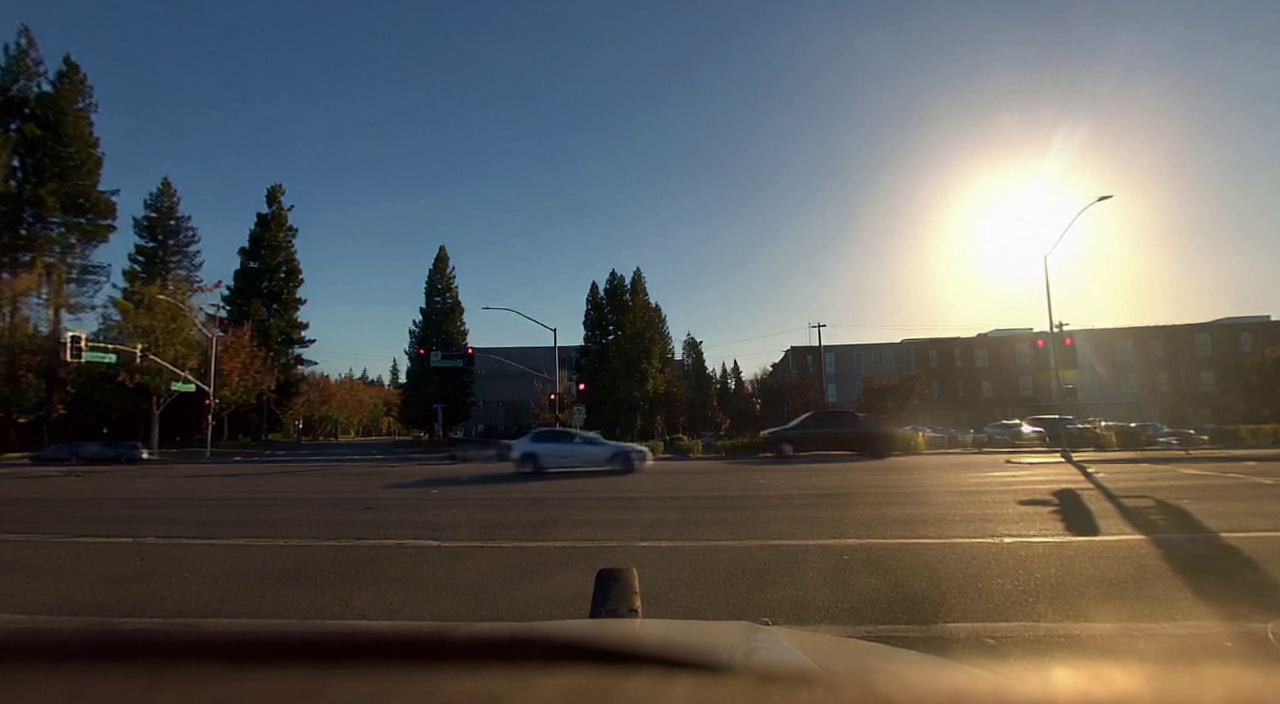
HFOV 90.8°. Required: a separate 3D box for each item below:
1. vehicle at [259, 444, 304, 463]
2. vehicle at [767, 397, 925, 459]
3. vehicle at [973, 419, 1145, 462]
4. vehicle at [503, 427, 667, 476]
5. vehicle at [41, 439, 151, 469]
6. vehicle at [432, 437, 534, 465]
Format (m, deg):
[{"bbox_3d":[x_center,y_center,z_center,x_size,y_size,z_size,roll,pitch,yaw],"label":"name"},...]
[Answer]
[{"bbox_3d":[-28.055,7.917,49.536,2.235,1.417,4.272,3,-9,-19],"label":"vehicle"},{"bbox_3d":[11.014,4.203,34.580,7.790,3.197,2.653,-2,-9,10],"label":"vehicle"},{"bbox_3d":[15.024,3.217,22.943,4.749,1.461,1.892,-1,-9,9],"label":"vehicle"},{"bbox_3d":[-1.692,3.186,20.257,4.836,1.445,2.057,-2,-9,10],"label":"vehicle"},{"bbox_3d":[-30.158,5.645,35.081,4.677,1.593,2.029,-2,-9,10],"label":"vehicle"},{"bbox_3d":[-8.311,5.259,33.640,4.860,1.441,1.934,-2,-9,11],"label":"vehicle"}]
